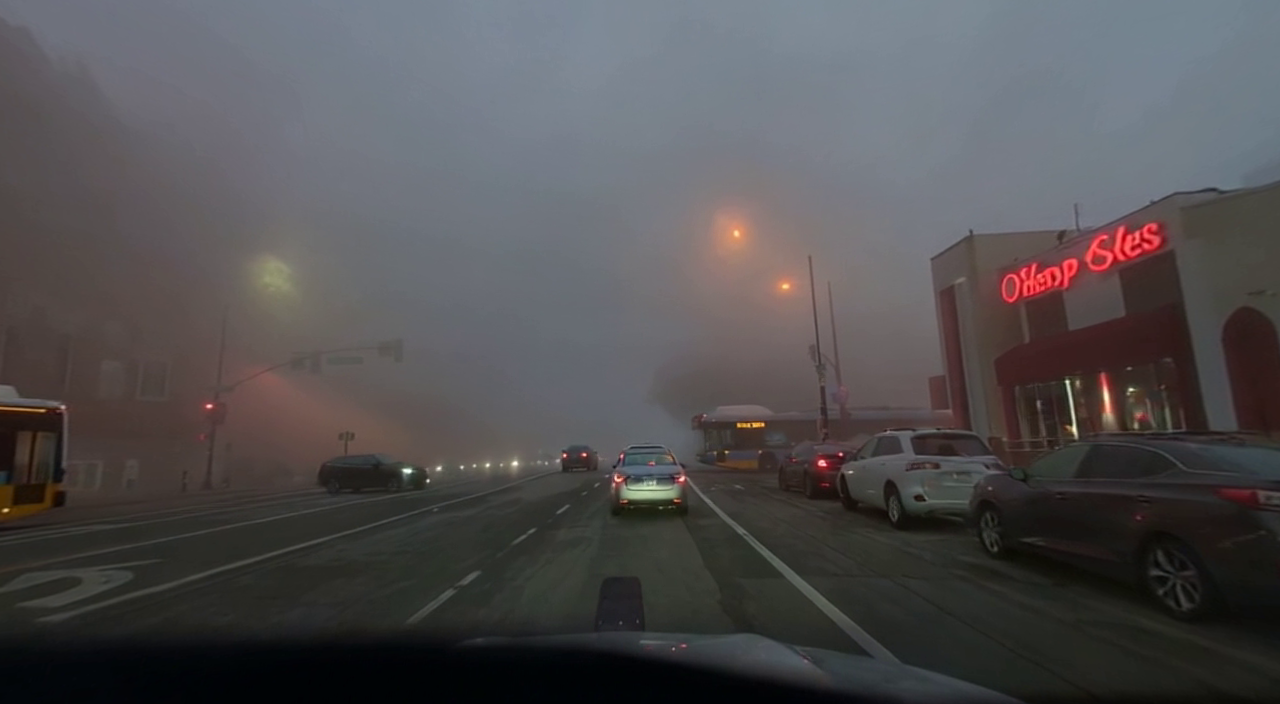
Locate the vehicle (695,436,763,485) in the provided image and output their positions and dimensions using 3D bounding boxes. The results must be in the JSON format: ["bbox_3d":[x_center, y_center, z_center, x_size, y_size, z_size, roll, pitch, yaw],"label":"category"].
[{"bbox_3d":[3.313,4.125,24.193,2.222,1.688,3.952,0,-9,3],"label":"vehicle"}]

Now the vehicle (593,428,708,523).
[{"bbox_3d":[0.165,2.600,13.842,2.089,1.699,4.650,0,-9,-1],"label":"vehicle"}]

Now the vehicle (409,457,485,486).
[{"bbox_3d":[-12.226,7.620,40.064,4.242,1.537,1.810,-5,-11,8],"label":"vehicle"}]

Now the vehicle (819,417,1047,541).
[{"bbox_3d":[4.927,2.198,11.510,2.007,1.786,4.542,0,-9,1],"label":"vehicle"}]

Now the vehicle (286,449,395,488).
[{"bbox_3d":[-15.273,5.879,32.120,5.016,1.792,2.250,-4,-9,26],"label":"vehicle"}]

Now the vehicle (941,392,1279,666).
[{"bbox_3d":[4.951,1.410,5.948,2.014,1.681,4.332,0,-9,-1],"label":"vehicle"}]
